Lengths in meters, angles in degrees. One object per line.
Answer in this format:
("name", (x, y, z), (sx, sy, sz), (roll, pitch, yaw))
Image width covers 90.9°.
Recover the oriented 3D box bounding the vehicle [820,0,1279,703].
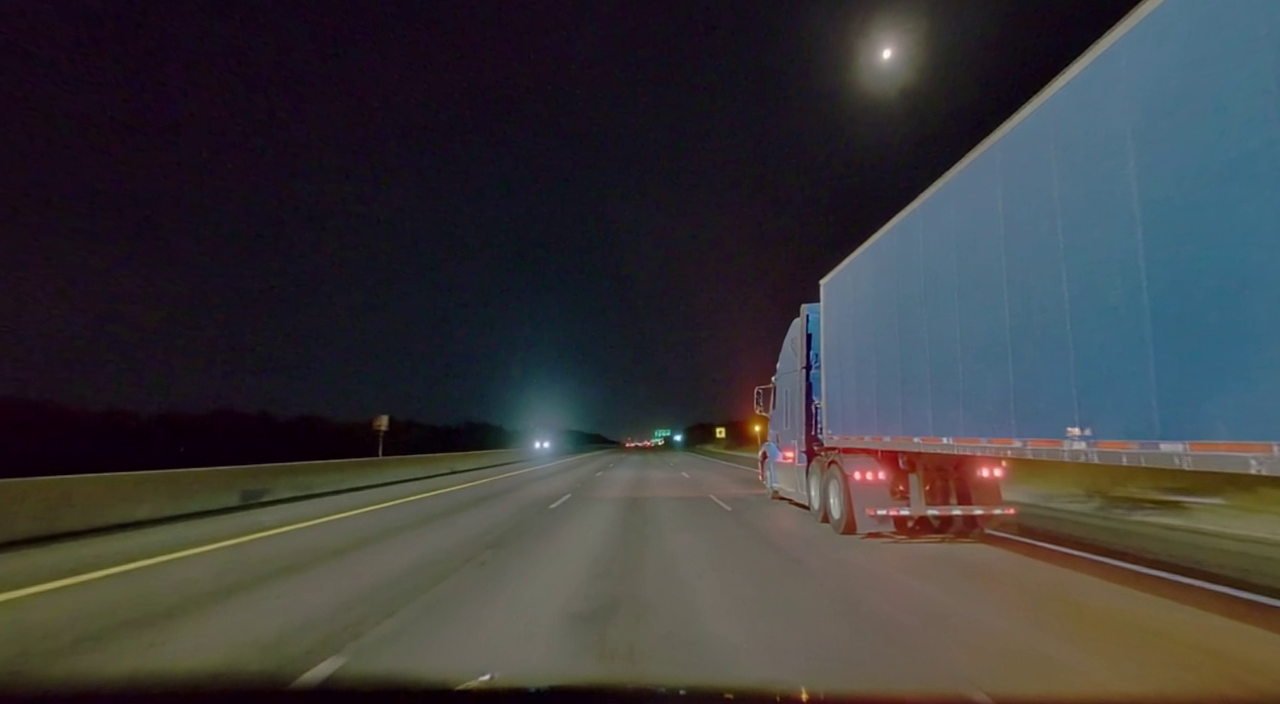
("vehicle", (3.762, -0.106, 3.224), (3.012, 3.768, 8.945), (0, -8, 0))
